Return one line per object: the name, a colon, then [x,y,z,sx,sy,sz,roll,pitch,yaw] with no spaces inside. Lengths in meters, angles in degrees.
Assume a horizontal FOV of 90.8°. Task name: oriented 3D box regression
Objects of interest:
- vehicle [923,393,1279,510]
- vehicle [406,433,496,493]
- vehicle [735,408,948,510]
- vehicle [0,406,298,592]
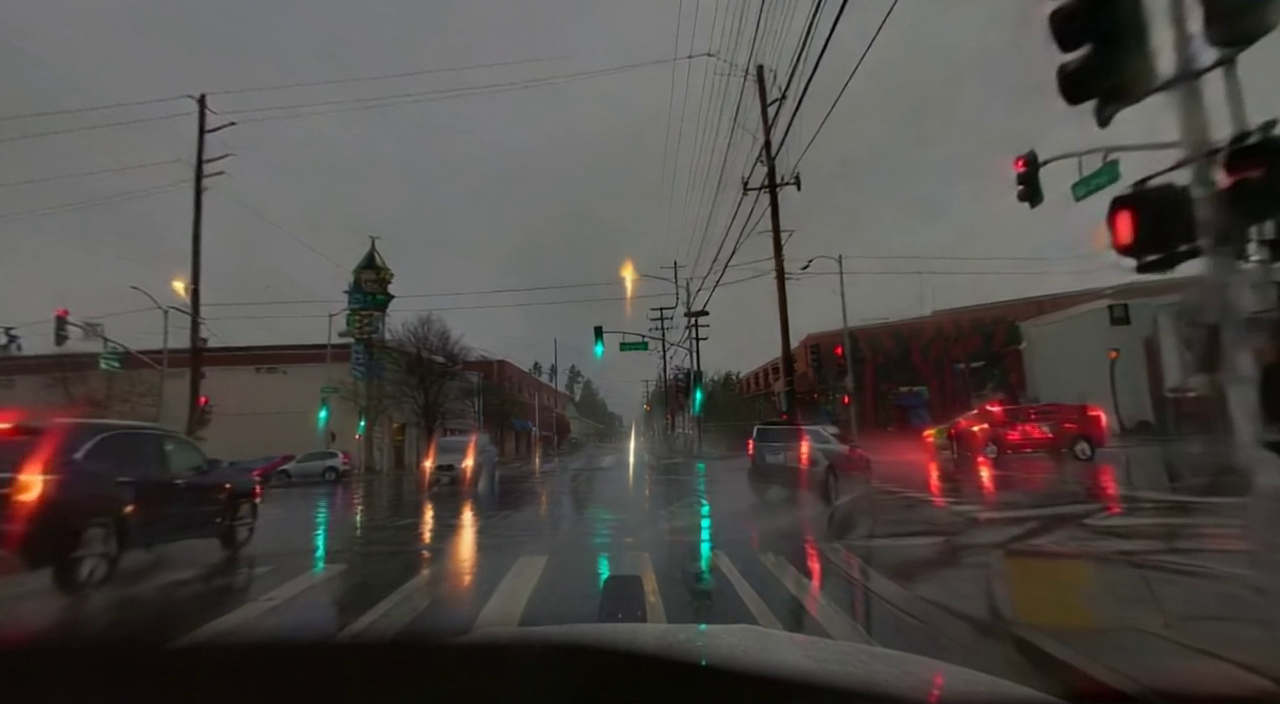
vehicle: [7.515,1.613,10.483,4.714,1.686,1.973,1,-8,-8]
vehicle: [-5.377,3.063,17.828,2.097,1.457,4.439,2,-9,-18]
vehicle: [4.040,1.946,12.309,4.260,1.497,2.059,3,-8,-44]
vehicle: [-6.572,1.714,8.149,2.063,1.751,4.229,0,-9,-2]
